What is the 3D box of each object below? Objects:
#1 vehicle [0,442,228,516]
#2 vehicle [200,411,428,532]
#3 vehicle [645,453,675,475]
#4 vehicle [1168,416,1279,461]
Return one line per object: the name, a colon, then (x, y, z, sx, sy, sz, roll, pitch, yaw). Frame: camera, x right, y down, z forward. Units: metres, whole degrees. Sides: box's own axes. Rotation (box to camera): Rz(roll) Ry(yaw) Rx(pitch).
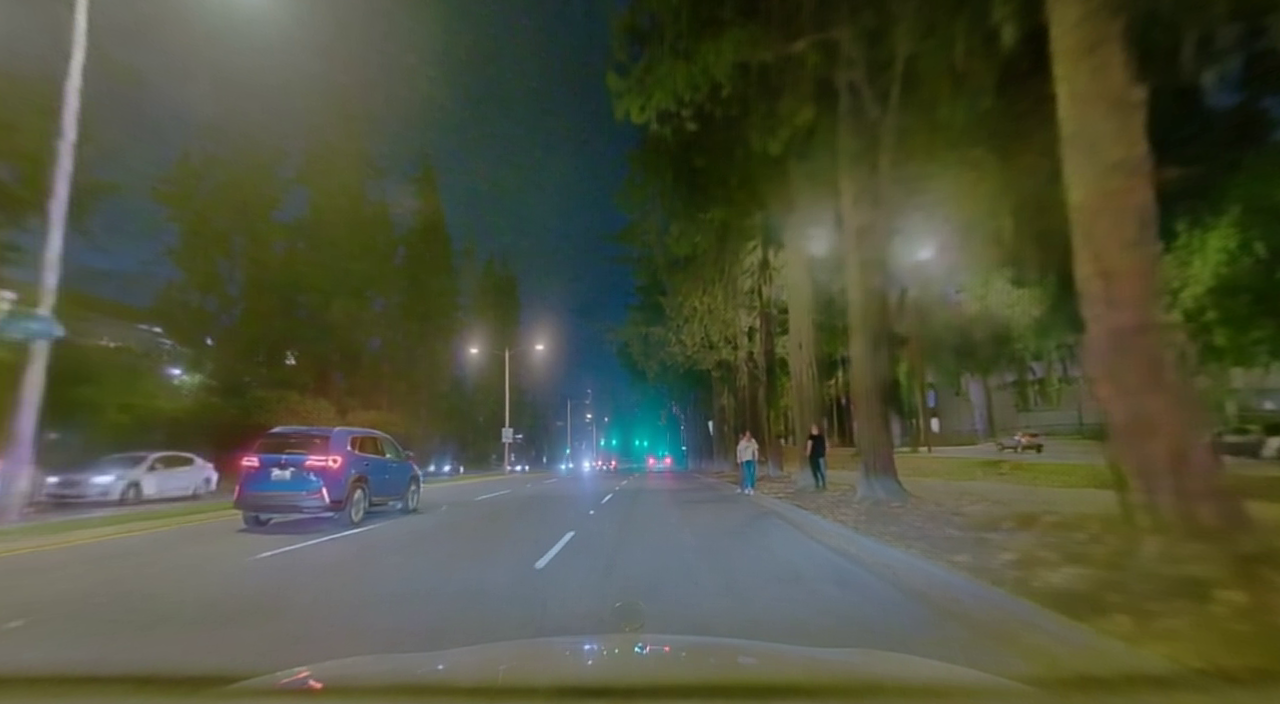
vehicle: (-12.516, 2.966, 15.349, 2.074, 1.514, 4.545, 1, -8, -4)
vehicle: (-5.914, 2.219, 12.199, 2.027, 1.908, 4.273, 0, -8, 1)
vehicle: (1.424, 8.063, 45.582, 2.091, 1.494, 3.962, 0, -8, 0)
vehicle: (22.921, 3.308, 23.890, 2.001, 1.558, 4.803, -1, -8, 6)
